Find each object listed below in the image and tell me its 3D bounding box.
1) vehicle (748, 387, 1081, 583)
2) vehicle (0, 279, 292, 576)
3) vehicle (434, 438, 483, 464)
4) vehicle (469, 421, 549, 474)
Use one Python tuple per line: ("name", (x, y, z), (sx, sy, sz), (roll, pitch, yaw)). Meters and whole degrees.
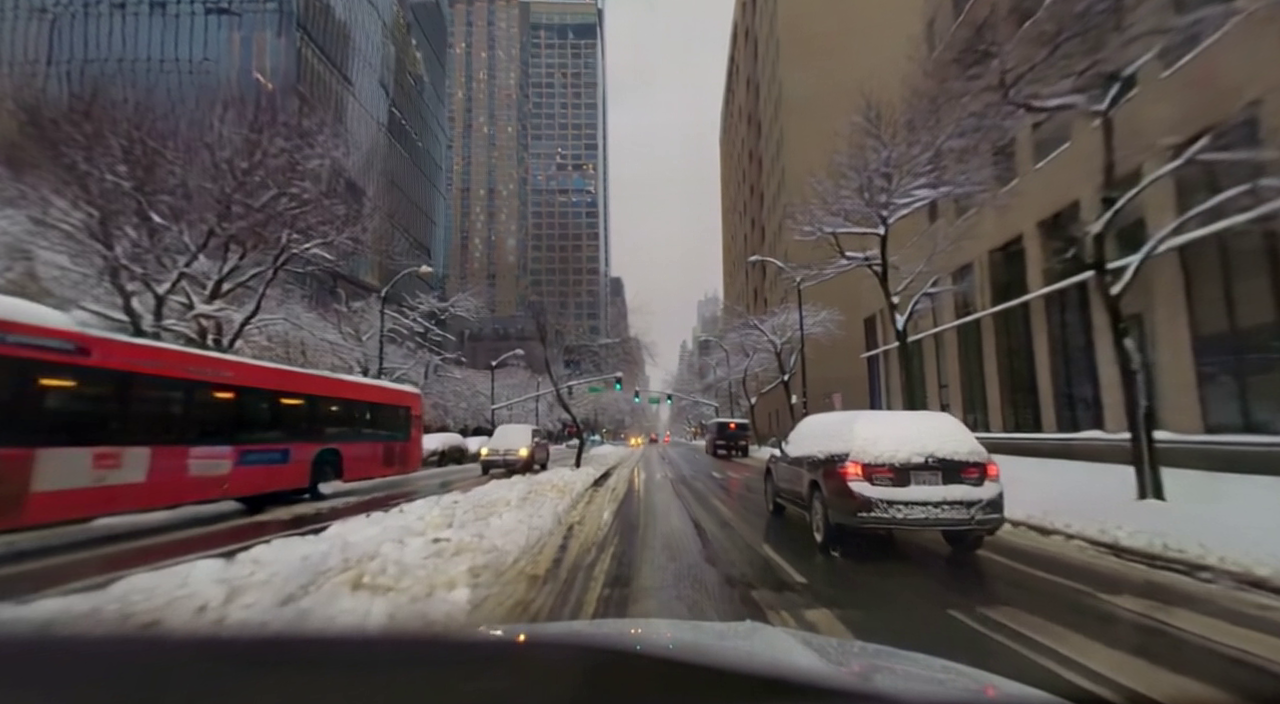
("vehicle", (3.066, 1.648, 8.741), (2.118, 1.848, 5.426), (0, -8, -1))
("vehicle", (-8.973, 0.946, 7.796), (3.318, 3.359, 10.406), (0, -8, 1))
("vehicle", (-11.791, 6.458, 41.300), (1.937, 1.642, 4.591), (0, -8, -2))
("vehicle", (-5.031, 3.770, 25.002), (2.030, 1.881, 4.994), (0, -8, 1))
